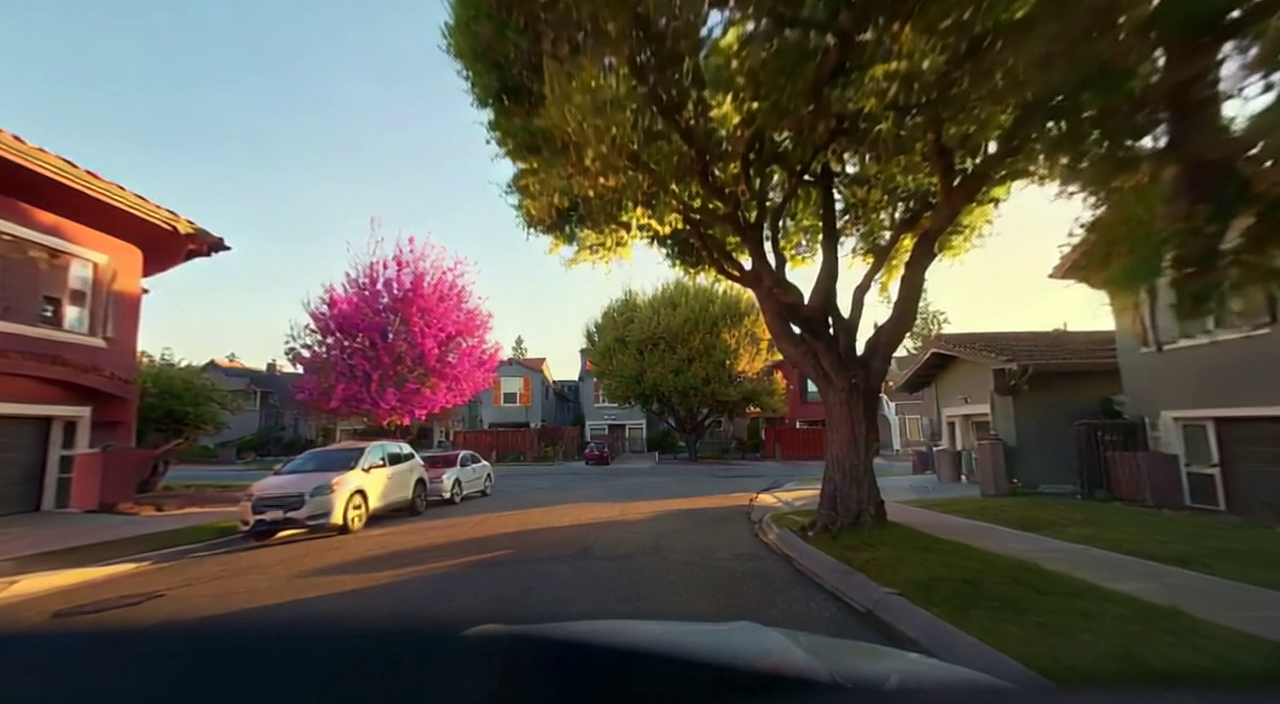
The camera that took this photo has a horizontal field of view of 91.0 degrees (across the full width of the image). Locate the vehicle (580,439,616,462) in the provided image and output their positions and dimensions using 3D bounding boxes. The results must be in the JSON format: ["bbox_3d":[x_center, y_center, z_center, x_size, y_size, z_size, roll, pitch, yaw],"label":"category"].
[{"bbox_3d":[-2.892,6.975,44.629,1.968,1.491,4.486,-1,-9,4],"label":"vehicle"}]

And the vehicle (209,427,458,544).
[{"bbox_3d":[-5.467,2.427,12.183,2.139,1.783,4.717,-1,-9,5],"label":"vehicle"}]
